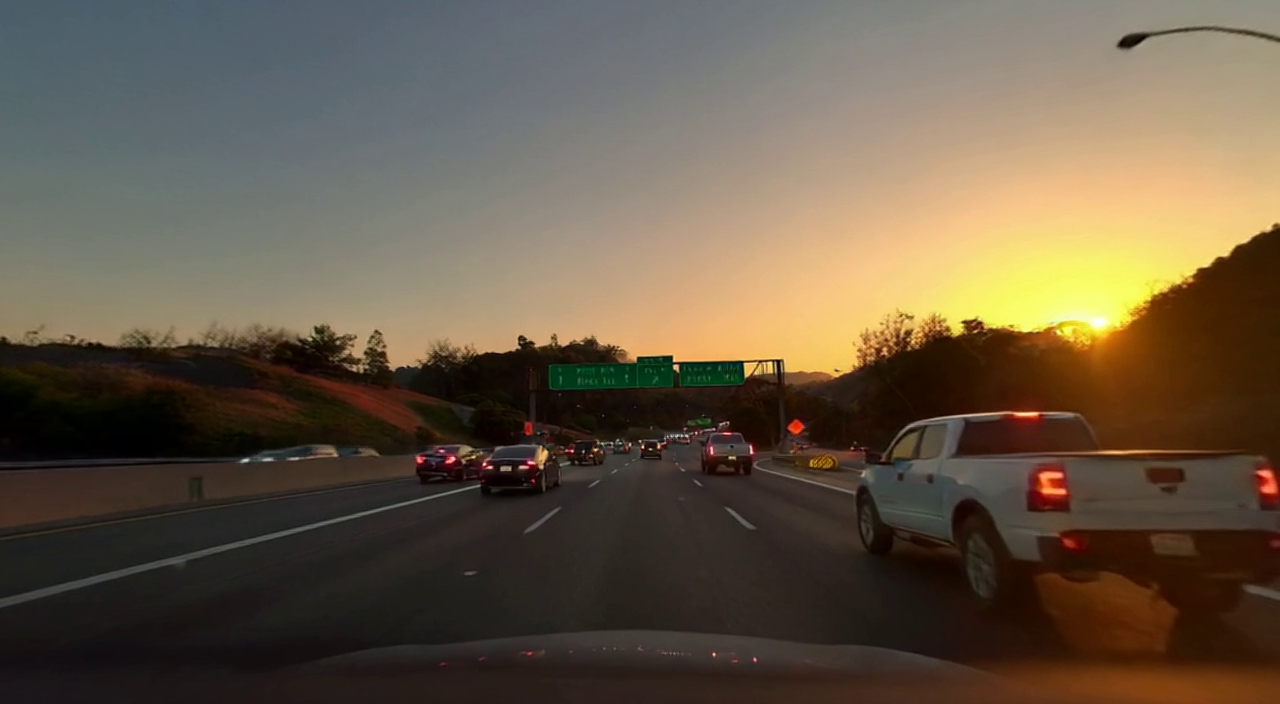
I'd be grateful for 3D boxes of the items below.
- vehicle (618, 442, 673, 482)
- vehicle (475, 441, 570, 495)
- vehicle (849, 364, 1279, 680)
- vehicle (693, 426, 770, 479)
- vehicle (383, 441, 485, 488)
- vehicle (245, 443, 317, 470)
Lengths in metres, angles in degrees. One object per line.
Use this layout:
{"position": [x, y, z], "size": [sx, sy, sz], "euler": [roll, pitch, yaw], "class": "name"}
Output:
{"position": [0.244, 4.437, 25.713], "size": [2.071, 1.478, 4.130], "euler": [0, -9, 1], "class": "vehicle"}
{"position": [-3.551, 3.588, 19.869], "size": [1.996, 1.488, 4.451], "euler": [0, -9, 2], "class": "vehicle"}
{"position": [3.652, 1.273, 5.731], "size": [2.045, 1.768, 4.249], "euler": [0, -9, 0], "class": "vehicle"}
{"position": [4.035, 4.626, 29.155], "size": [2.802, 2.151, 6.579], "euler": [0, -9, 2], "class": "vehicle"}
{"position": [-7.348, 4.069, 23.022], "size": [2.065, 1.519, 4.491], "euler": [0, -9, 2], "class": "vehicle"}
{"position": [-23.150, 6.767, 40.798], "size": [1.930, 1.620, 4.399], "euler": [-1, -9, 3], "class": "vehicle"}
